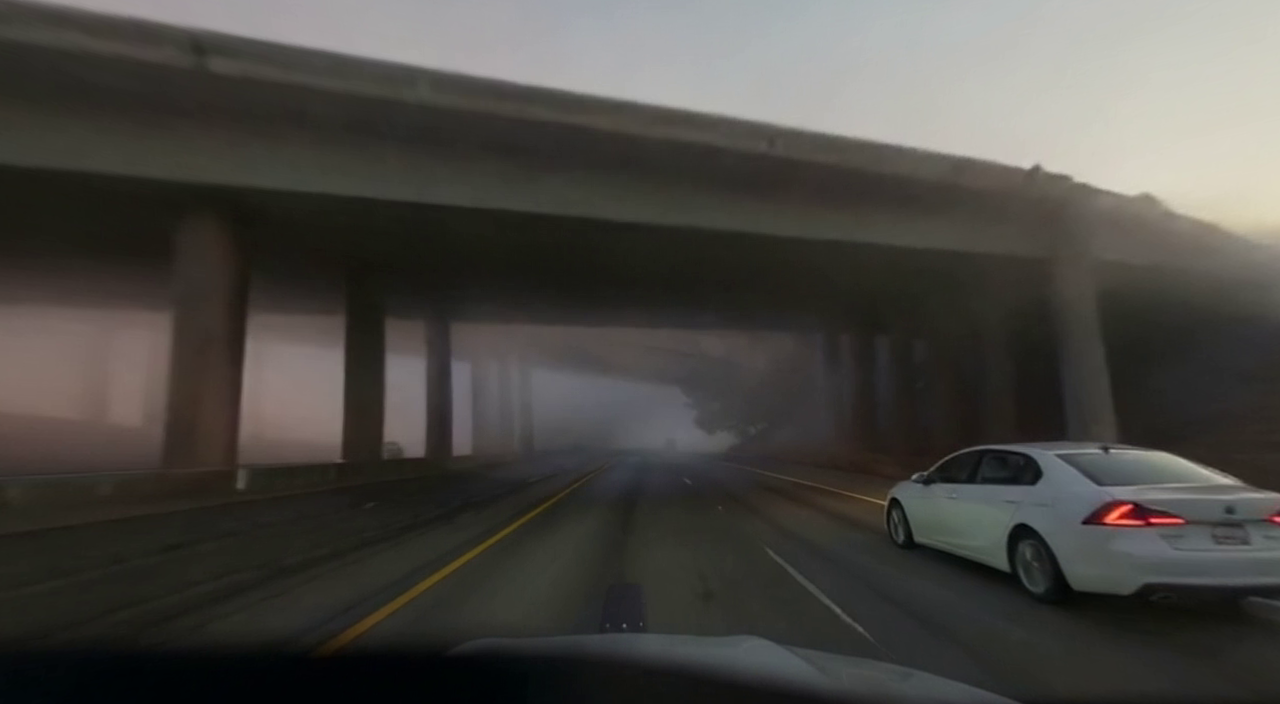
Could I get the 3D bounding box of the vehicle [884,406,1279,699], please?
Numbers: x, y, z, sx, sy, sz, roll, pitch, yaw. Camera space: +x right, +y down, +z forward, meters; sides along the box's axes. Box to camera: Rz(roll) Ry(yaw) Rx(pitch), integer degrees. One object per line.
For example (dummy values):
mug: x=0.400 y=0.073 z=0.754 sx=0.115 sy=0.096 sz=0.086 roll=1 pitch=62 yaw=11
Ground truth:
vehicle: x=4.183 y=1.371 z=5.663 sx=2.027 sy=1.487 sz=4.718 roll=0 pitch=-8 yaw=-1

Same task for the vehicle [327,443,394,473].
vehicle: x=-17.271 y=6.545 z=39.278 sx=2.068 sy=1.709 sz=4.499 roll=0 pitch=-8 yaw=0
